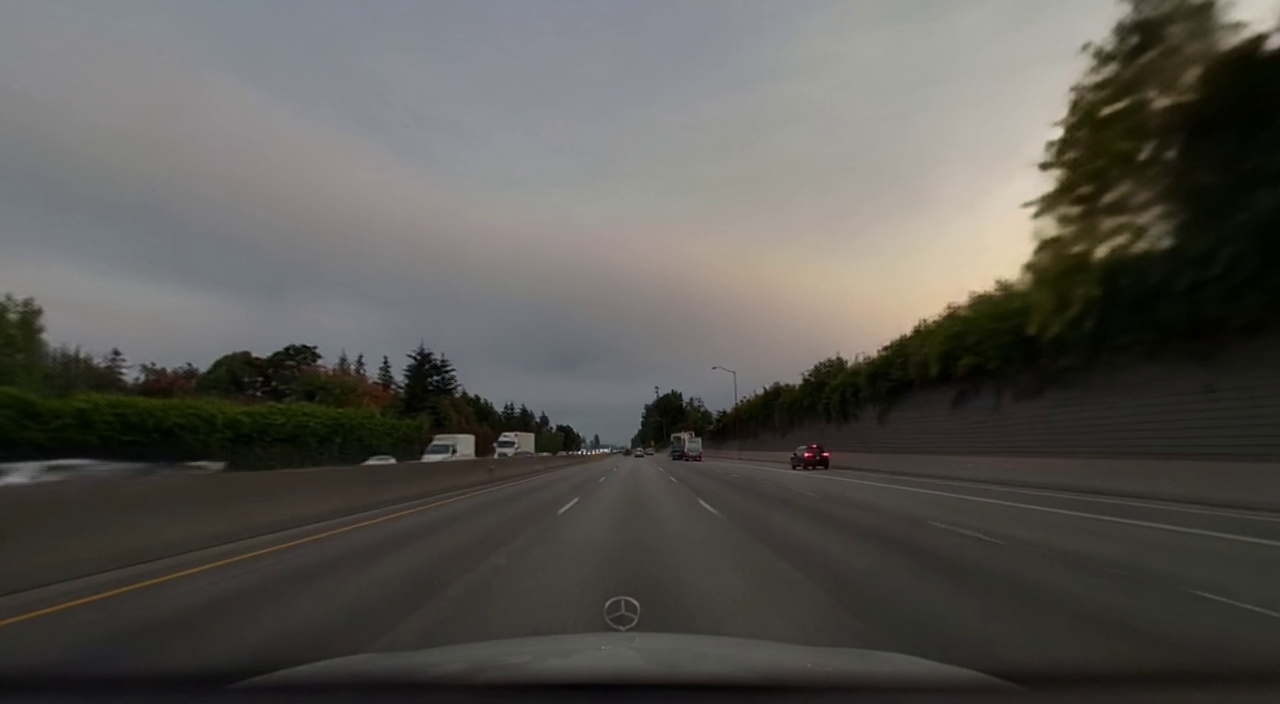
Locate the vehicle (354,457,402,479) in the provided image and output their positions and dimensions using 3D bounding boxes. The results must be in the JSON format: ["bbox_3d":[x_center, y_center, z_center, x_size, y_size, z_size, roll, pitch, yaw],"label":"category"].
[{"bbox_3d":[-20.444,9.042,49.256,1.930,1.590,4.292,0,-9,0],"label":"vehicle"}]

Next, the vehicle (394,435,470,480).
[{"bbox_3d":[-13.326,6.816,40.901,2.487,2.645,6.936,0,-9,0],"label":"vehicle"}]

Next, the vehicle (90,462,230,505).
[{"bbox_3d":[-19.752,5.400,26.242,1.988,1.479,4.940,0,-9,-1],"label":"vehicle"}]

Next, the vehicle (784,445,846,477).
[{"bbox_3d":[9.600,5.991,34.885,1.950,1.632,4.845,0,-9,-1],"label":"vehicle"}]
